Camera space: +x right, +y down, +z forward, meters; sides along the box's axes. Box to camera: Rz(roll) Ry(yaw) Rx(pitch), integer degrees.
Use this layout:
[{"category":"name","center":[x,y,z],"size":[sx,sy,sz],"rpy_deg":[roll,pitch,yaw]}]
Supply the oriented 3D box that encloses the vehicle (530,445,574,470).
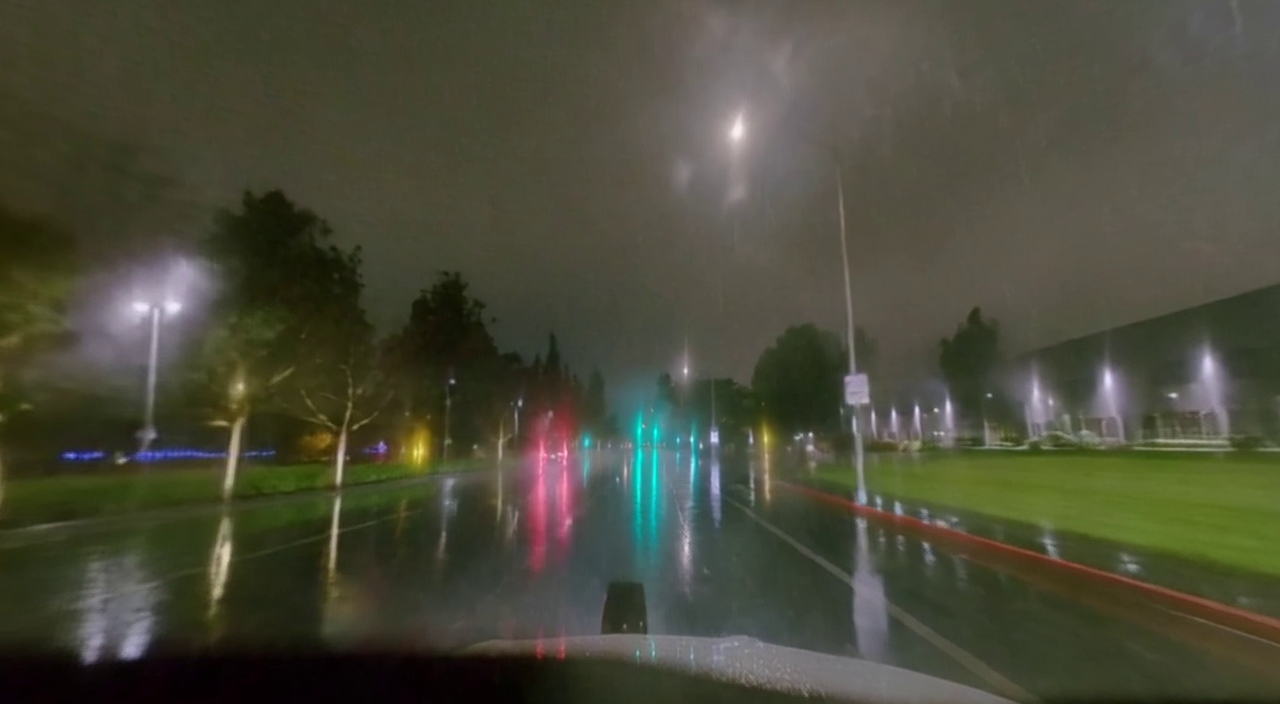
[{"category":"vehicle","center":[-5.458,6.607,39.753],"size":[1.945,1.461,4.605],"rpy_deg":[-1,-8,3]}]
